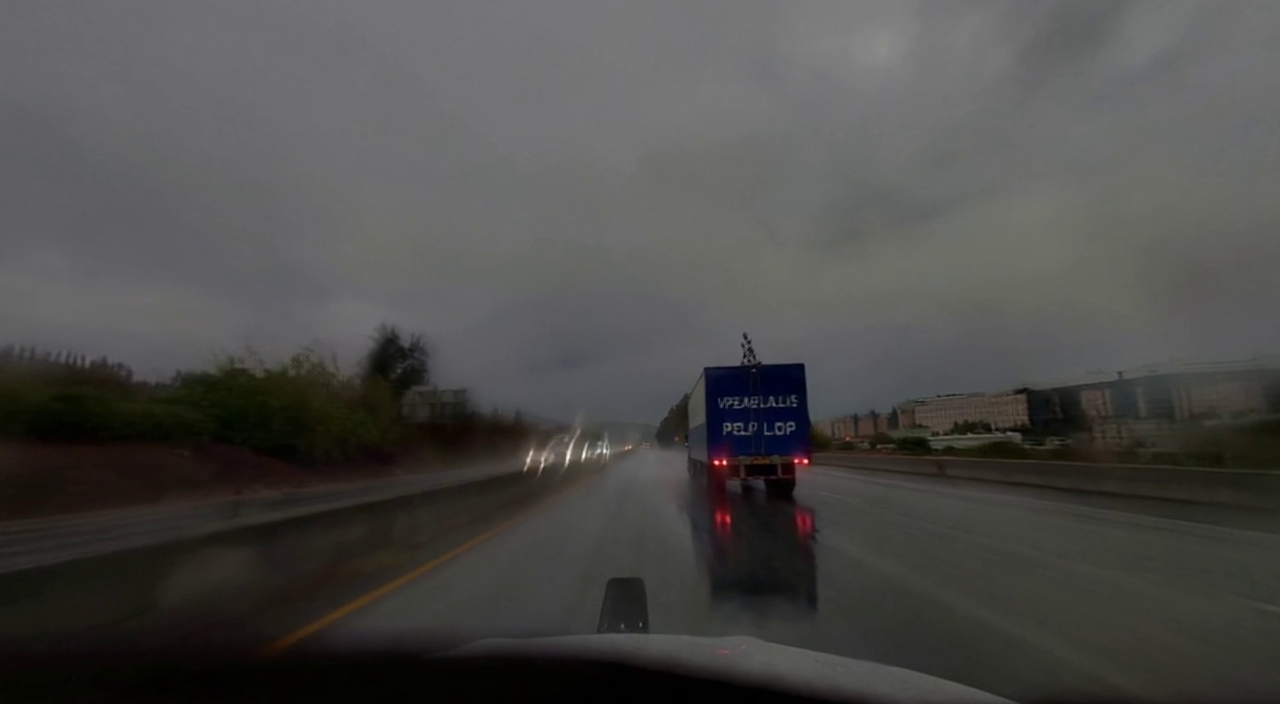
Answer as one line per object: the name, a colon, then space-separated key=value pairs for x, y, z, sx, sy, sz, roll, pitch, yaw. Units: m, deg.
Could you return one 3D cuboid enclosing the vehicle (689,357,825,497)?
vehicle: x=4.042 y=3.211 z=25.500 sx=3.341 sy=4.269 sz=12.252 roll=0 pitch=-9 yaw=1
